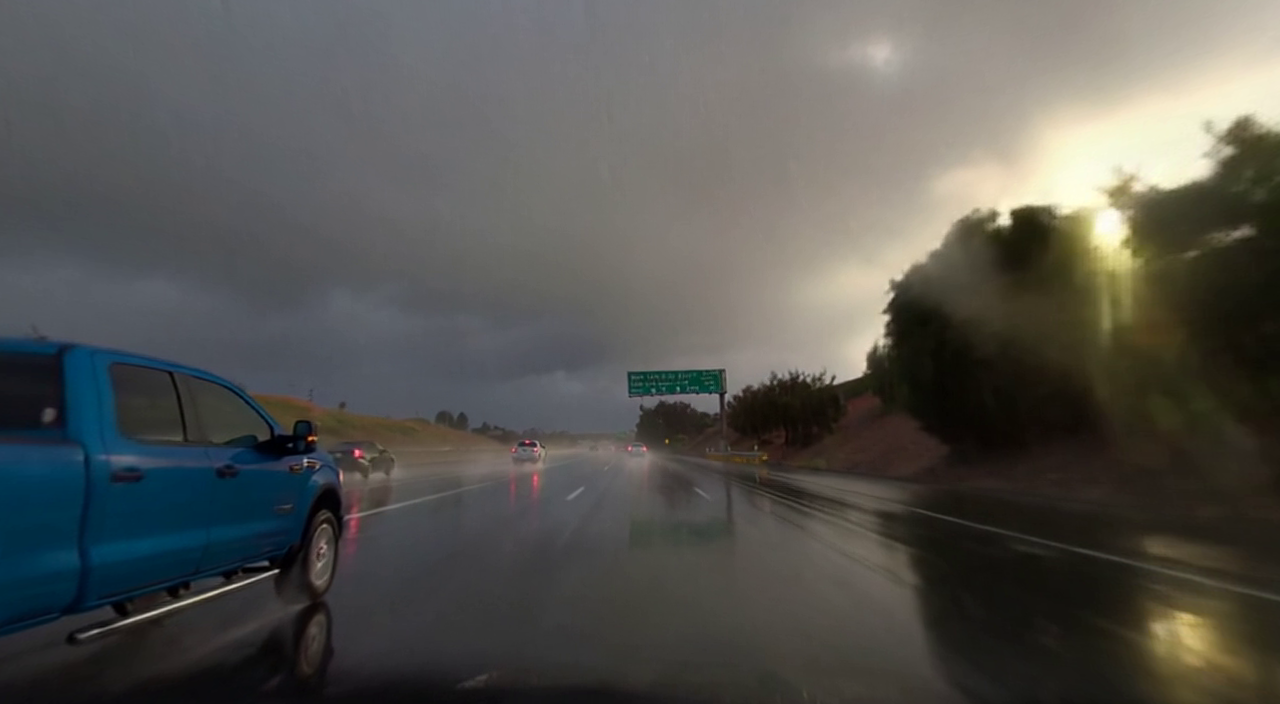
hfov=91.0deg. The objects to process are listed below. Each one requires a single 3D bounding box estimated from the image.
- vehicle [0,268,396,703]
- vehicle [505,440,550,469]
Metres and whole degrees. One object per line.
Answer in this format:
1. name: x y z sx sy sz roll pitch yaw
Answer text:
1. vehicle: -3.898 0.831 3.843 2.339 2.004 6.171 0 -9 0
2. vehicle: -7.942 7.277 45.061 2.260 1.917 5.499 0 -9 -1
